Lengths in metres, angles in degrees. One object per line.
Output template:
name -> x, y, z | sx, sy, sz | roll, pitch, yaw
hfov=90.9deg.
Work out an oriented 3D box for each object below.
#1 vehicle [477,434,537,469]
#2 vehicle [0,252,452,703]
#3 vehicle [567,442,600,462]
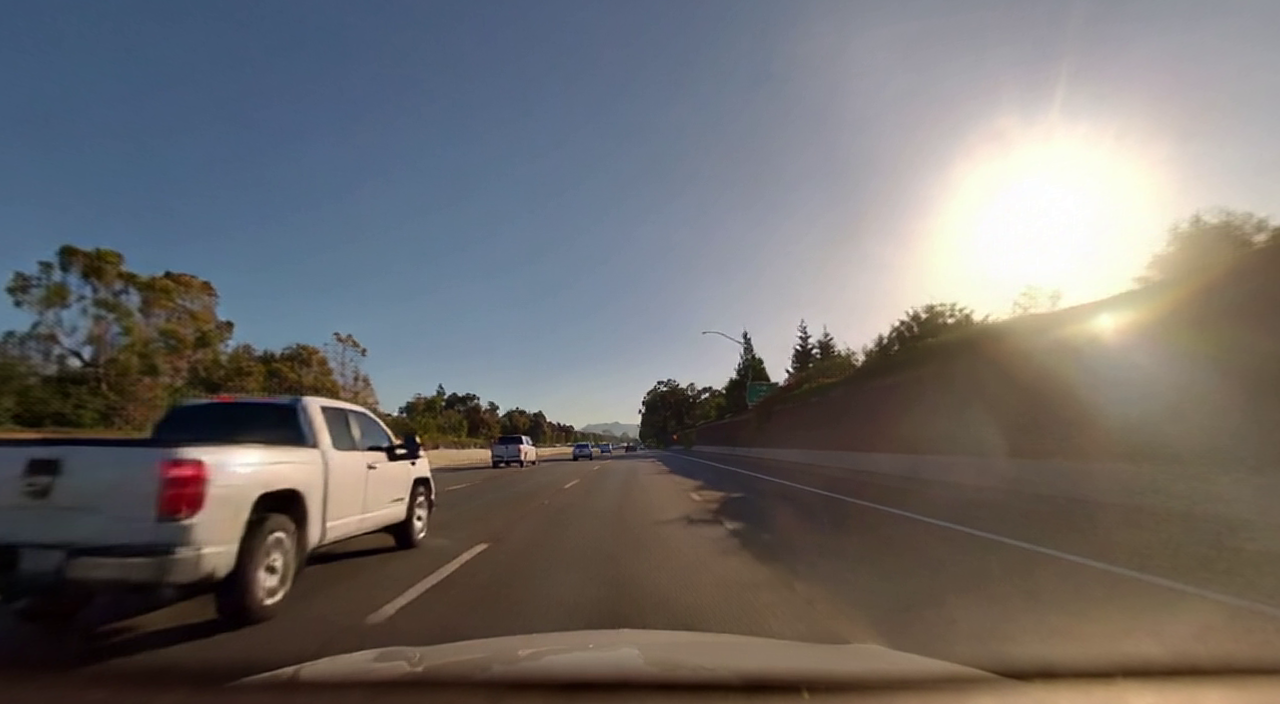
vehicle -> -8.011, 6.064, 38.732 | 2.351, 1.922, 6.335 | 0, -8, 0
vehicle -> -4.024, 1.096, 5.735 | 2.604, 2.170, 6.271 | 0, -8, 1
vehicle -> -4.259, 7.654, 48.260 | 2.106, 1.452, 4.525 | 0, -8, 0
